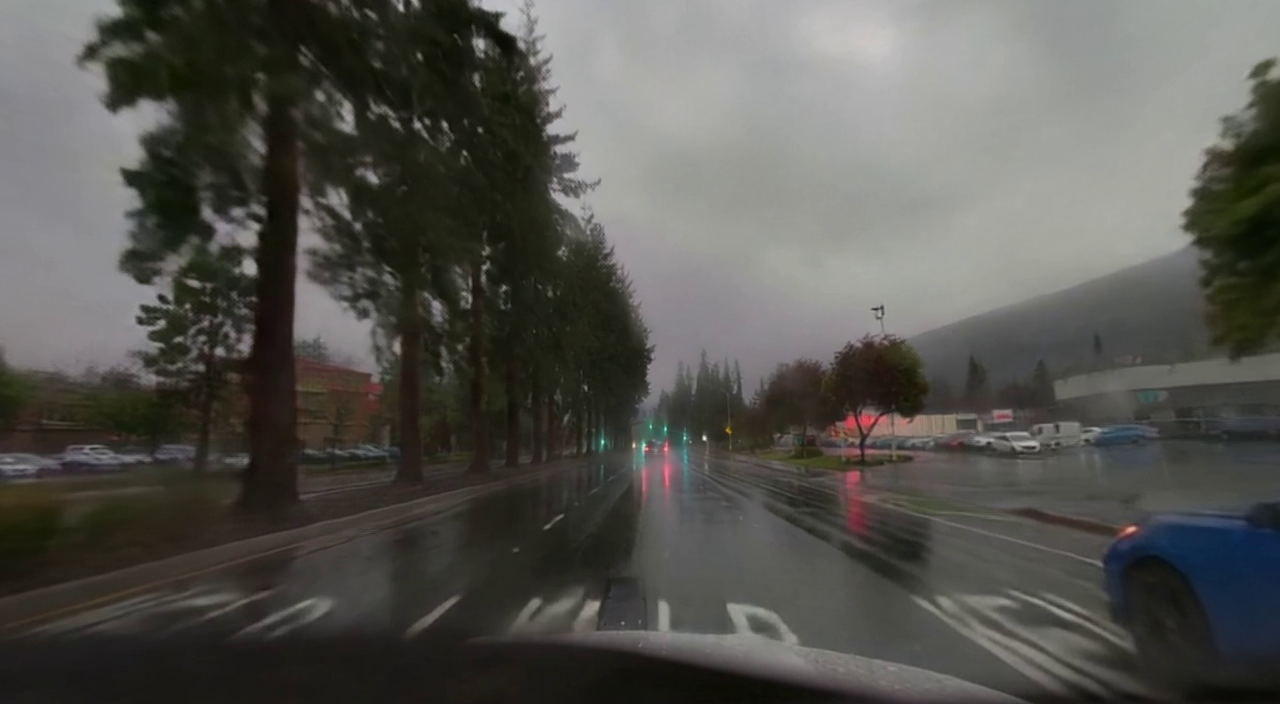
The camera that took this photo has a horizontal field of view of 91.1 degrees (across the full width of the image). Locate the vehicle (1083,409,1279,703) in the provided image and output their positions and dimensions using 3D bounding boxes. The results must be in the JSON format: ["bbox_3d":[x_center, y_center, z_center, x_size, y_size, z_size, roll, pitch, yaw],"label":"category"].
[{"bbox_3d":[4.118,0.874,2.029,2.053,1.482,4.568,0,-8,1],"label":"vehicle"}]

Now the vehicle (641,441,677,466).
[{"bbox_3d":[1.195,6.477,40.440,2.144,1.505,4.128,0,-8,1],"label":"vehicle"}]

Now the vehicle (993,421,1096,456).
[{"bbox_3d":[28.150,6.075,43.840,5.430,1.860,2.156,-6,-9,3],"label":"vehicle"}]
